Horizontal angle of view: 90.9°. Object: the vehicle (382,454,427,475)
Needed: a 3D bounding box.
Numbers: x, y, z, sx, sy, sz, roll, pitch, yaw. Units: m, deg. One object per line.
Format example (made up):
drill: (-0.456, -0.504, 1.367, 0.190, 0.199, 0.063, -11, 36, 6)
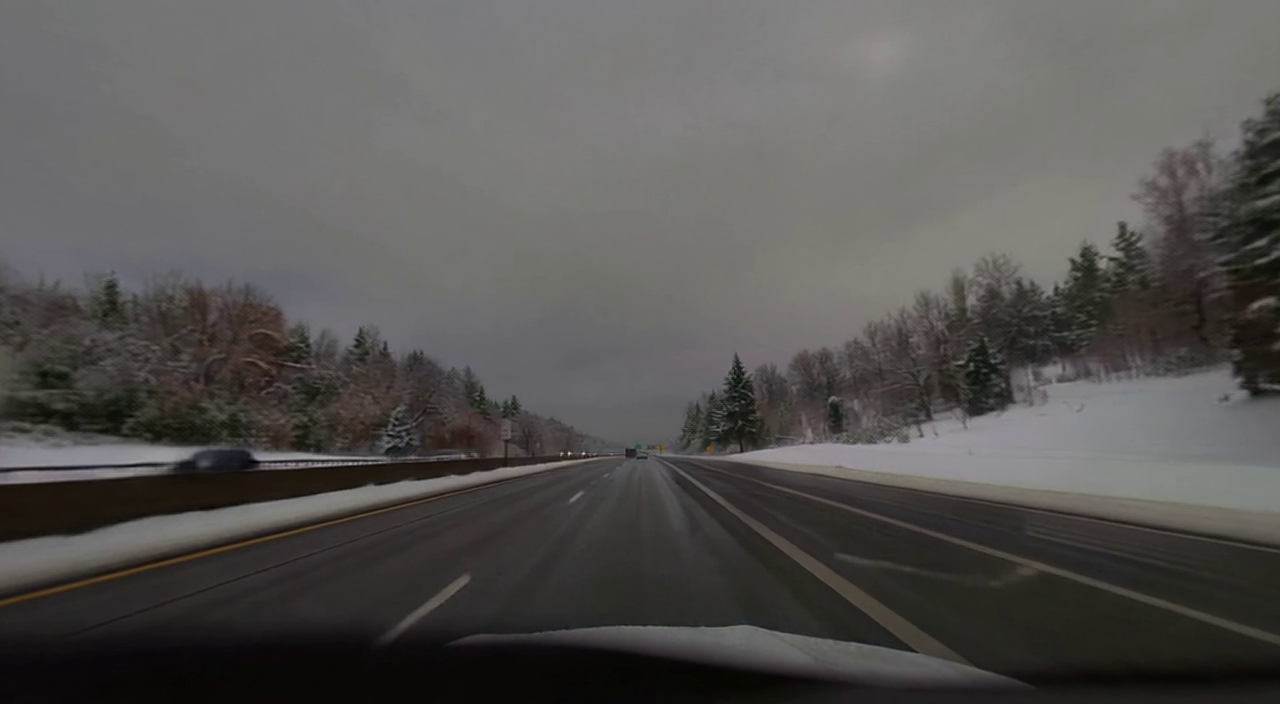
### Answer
vehicle: (-16.494, 7.882, 44.258, 1.700, 1.407, 3.634, 0, -9, 0)
